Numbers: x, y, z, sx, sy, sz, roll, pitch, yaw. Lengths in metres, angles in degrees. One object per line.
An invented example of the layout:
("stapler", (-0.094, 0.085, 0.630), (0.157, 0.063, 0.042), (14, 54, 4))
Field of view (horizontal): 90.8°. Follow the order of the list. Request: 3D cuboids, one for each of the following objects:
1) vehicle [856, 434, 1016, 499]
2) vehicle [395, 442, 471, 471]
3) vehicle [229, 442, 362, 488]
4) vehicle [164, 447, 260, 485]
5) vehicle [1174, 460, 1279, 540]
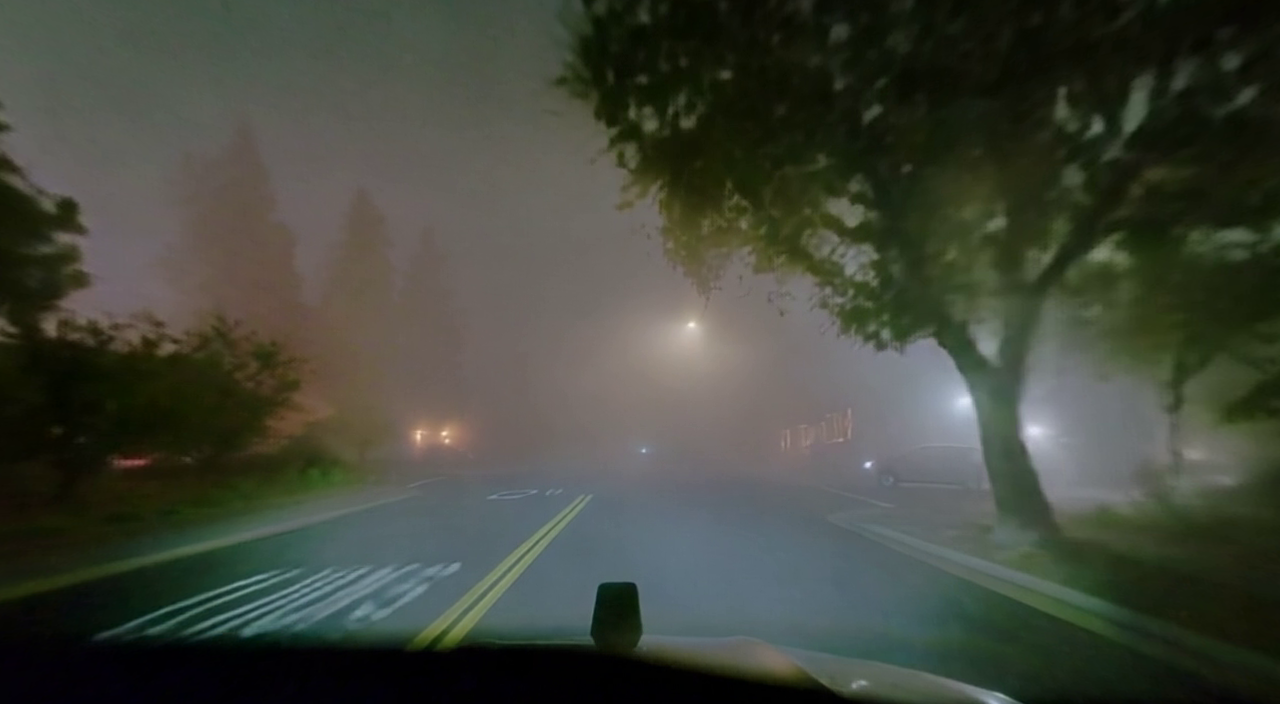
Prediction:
("vehicle", (10.702, 4.180, 22.964), (4.854, 1.771, 2.123), (-12, -12, 29))
("vehicle", (-14.586, 7.359, 44.677), (2.066, 1.852, 4.782), (-6, -10, 34))
("vehicle", (-15.631, 5.063, 28.599), (6.072, 1.882, 2.277), (-5, -9, 29))
("vehicle", (-21.511, 5.678, 31.711), (4.507, 1.774, 1.923), (-5, -9, 27))
("vehicle", (14.371, 3.039, 13.316), (4.231, 1.493, 1.941), (-9, -11, 26))
